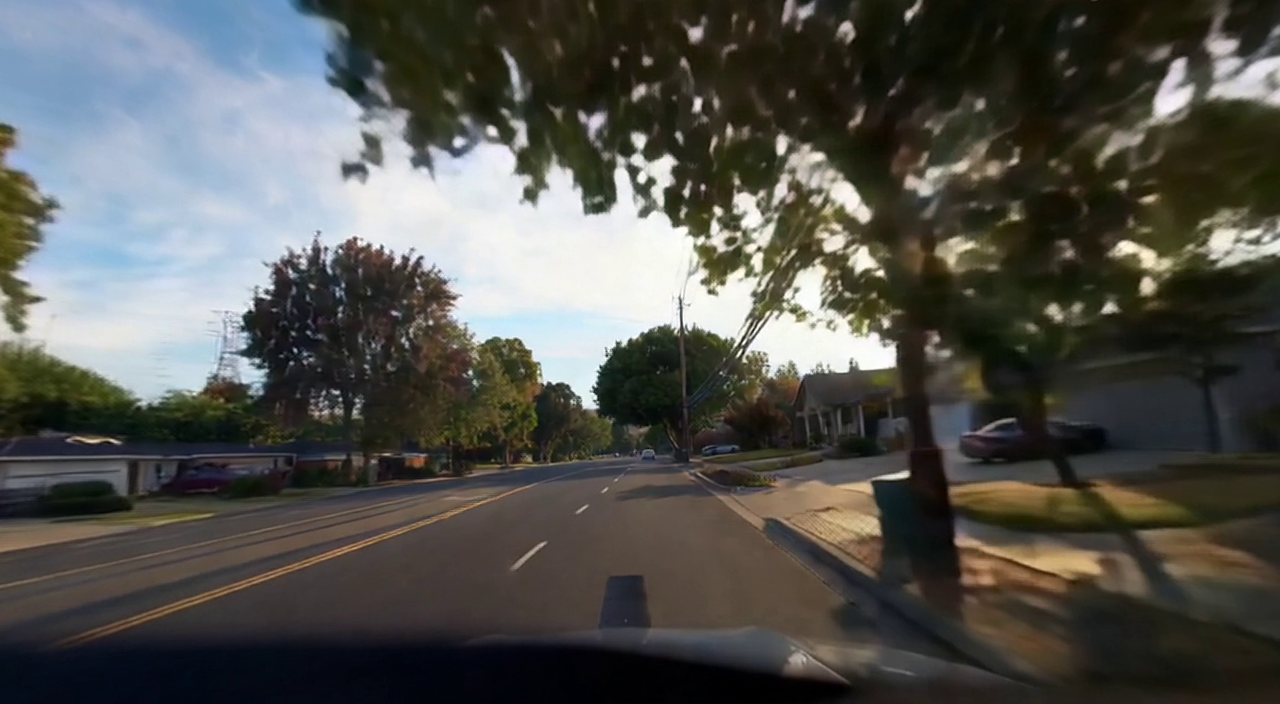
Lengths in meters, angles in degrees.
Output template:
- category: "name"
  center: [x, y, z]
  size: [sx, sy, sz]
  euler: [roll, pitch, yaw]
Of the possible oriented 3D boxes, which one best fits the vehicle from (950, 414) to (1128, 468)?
- category: "vehicle"
  center: [11.579, 2.636, 18.524]
  size: [3.992, 1.486, 1.727]
  euler: [0, -9, 1]
